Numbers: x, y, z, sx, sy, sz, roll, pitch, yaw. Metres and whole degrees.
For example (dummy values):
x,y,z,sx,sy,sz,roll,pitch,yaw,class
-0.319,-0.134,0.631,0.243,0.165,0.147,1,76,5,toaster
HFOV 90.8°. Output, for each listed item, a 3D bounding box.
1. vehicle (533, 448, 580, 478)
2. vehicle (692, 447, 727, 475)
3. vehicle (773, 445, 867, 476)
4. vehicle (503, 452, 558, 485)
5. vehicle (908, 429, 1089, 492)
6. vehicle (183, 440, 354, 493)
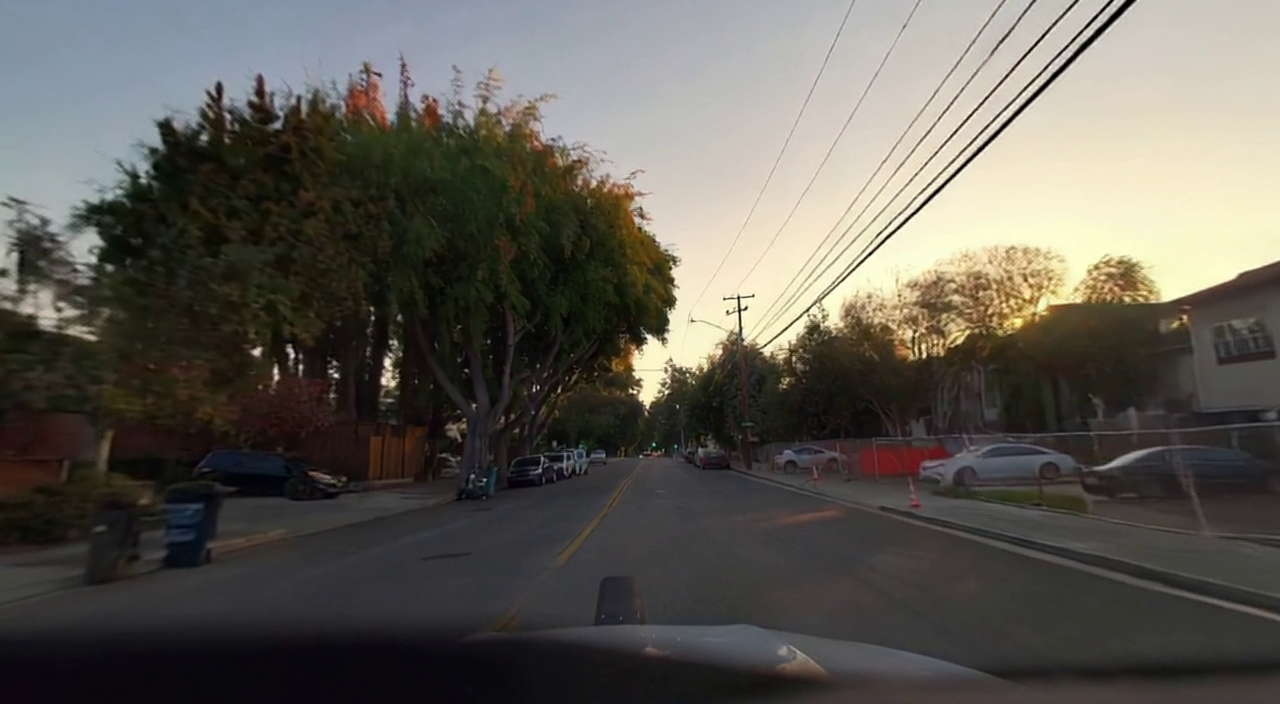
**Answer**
x,y,z,sx,sy,sz,roll,pitch,yaw,class
-5.362,7.286,41.245,2.158,1.837,4.659,-1,-11,3,vehicle
4.893,7.758,44.935,2.134,1.863,4.455,0,-9,2,vehicle
10.683,6.447,37.719,4.920,1.759,1.998,0,-10,-2,vehicle
-5.802,6.218,33.953,1.771,1.512,4.281,4,-9,5,vehicle
11.198,3.437,20.033,4.399,1.884,2.071,0,-10,-1,vehicle
-13.097,4.060,22.516,4.752,1.734,1.998,0,-10,1,vehicle
